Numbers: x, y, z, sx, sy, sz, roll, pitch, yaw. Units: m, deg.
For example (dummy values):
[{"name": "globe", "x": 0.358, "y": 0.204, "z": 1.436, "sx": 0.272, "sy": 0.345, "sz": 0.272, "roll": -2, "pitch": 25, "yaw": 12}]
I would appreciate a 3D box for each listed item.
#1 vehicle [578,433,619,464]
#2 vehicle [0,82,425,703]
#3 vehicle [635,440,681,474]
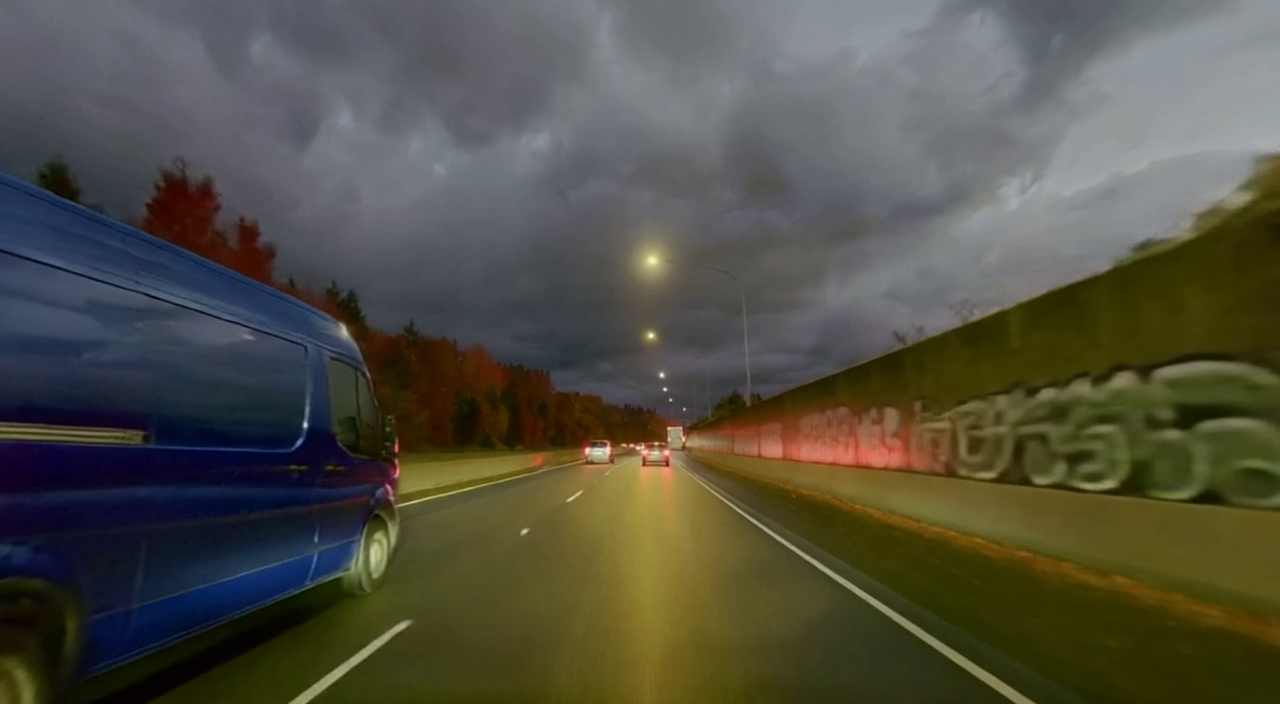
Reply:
[{"name": "vehicle", "x": -2.744, "y": 6.555, "z": 42.857, "sx": 2.199, "sy": 1.973, "sz": 5.078, "roll": 0, "pitch": -8, "yaw": 3}, {"name": "vehicle", "x": -3.661, "y": 0.497, "z": 3.940, "sx": 2.297, "sy": 2.687, "sz": 6.317, "roll": 0, "pitch": -8, "yaw": 1}, {"name": "vehicle", "x": 0.848, "y": 4.995, "z": 30.319, "sx": 2.071, "sy": 1.487, "sz": 3.948, "roll": 0, "pitch": -8, "yaw": 1}]
